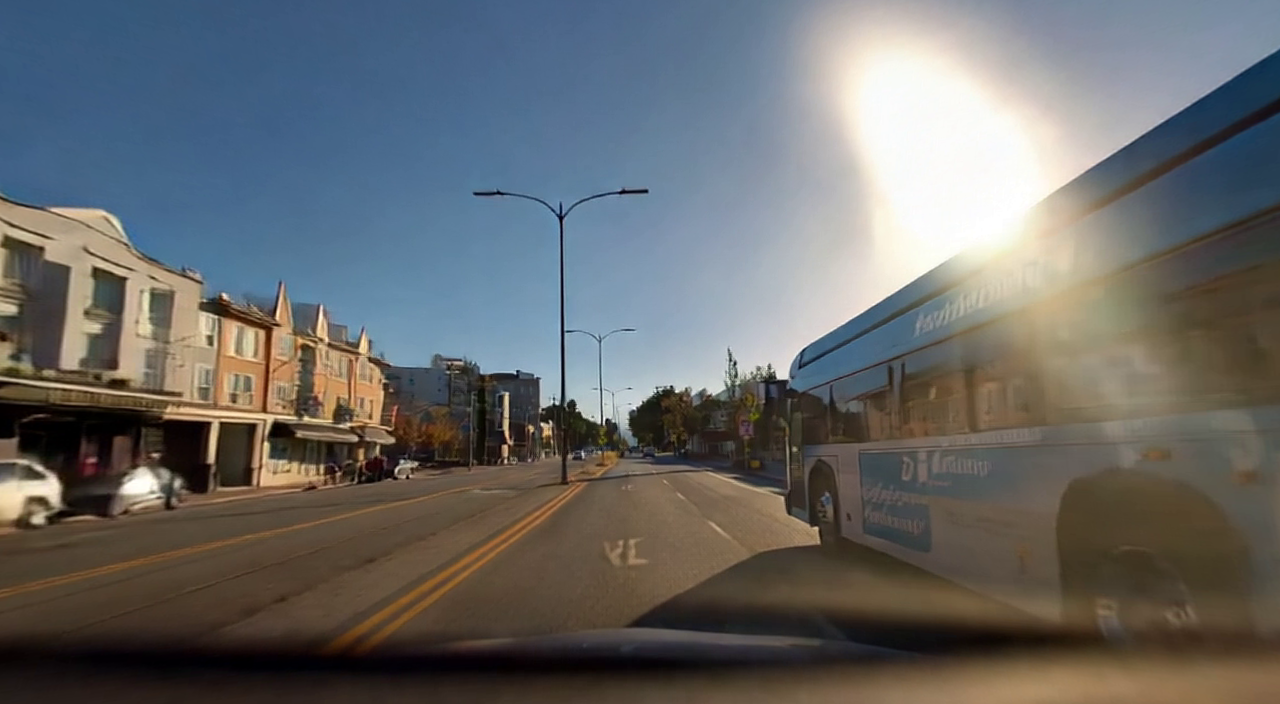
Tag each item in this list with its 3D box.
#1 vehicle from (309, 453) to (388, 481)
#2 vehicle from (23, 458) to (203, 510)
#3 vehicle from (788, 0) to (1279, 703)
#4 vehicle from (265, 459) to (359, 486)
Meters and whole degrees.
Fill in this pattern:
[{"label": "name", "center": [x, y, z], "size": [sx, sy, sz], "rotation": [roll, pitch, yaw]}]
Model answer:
[{"label": "vehicle", "center": [-19.619, 7.745, 42.673], "size": [4.325, 1.777, 1.948], "rotation": [0, -9, 0]}, {"label": "vehicle", "center": [-17.897, 4.485, 21.652], "size": [4.246, 1.612, 1.914], "rotation": [1, -9, -7]}, {"label": "vehicle", "center": [4.384, 0.427, 4.935], "size": [3.194, 3.345, 12.428], "rotation": [0, -9, -1]}, {"label": "vehicle", "center": [-19.340, 7.098, 37.397], "size": [4.522, 1.469, 1.840], "rotation": [1, -9, -4]}]
